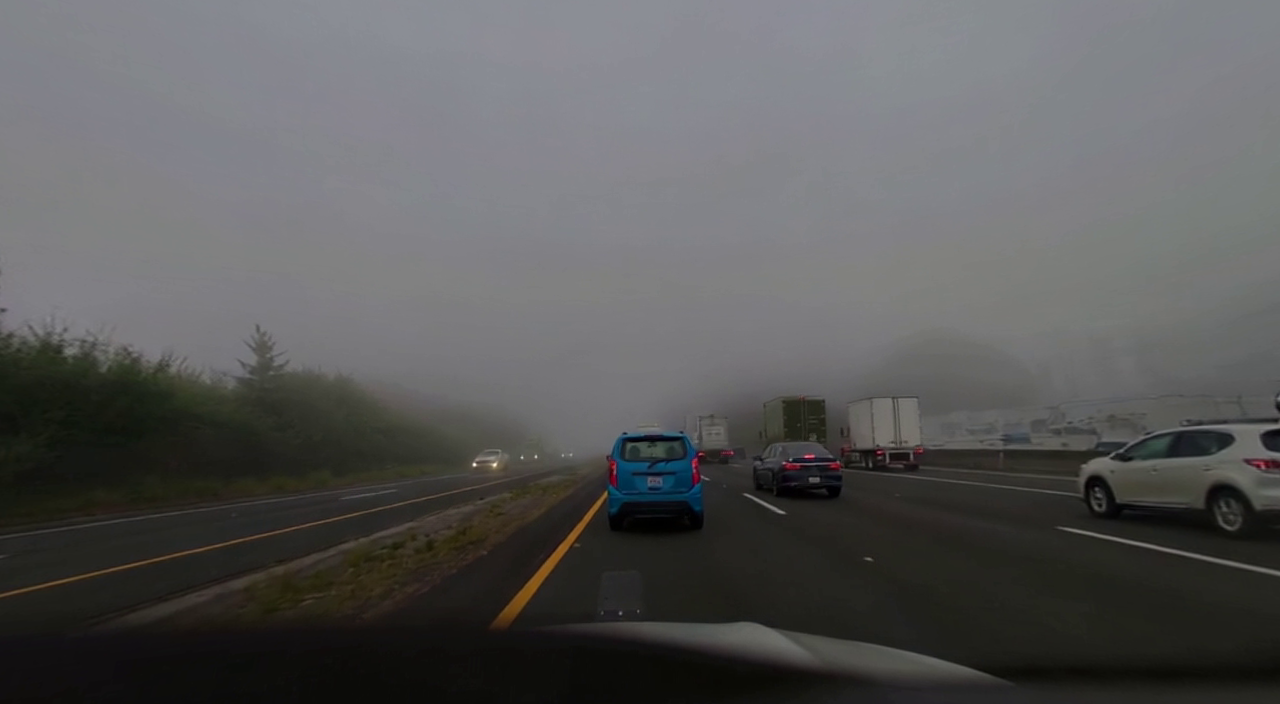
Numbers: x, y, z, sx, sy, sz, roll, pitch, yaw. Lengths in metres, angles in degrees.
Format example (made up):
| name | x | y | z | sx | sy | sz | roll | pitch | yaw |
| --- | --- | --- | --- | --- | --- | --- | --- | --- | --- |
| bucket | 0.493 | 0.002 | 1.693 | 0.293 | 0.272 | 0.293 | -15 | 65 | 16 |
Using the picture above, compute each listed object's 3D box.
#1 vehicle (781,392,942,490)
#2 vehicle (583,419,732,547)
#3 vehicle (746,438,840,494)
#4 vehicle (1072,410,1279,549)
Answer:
| name | x | y | z | sx | sy | sz | roll | pitch | yaw |
| --- | --- | --- | --- | --- | --- | --- | --- | --- | --- |
| vehicle | 8.526 | 3.736 | 26.094 | 2.799 | 3.188 | 10.578 | -1 | -9 | 0 |
| vehicle | 0.232 | 1.992 | 10.058 | 1.965 | 1.664 | 3.428 | -1 | -9 | 0 |
| vehicle | 4.476 | 3.382 | 18.930 | 1.859 | 1.512 | 3.711 | 0 | -9 | 0 |
| vehicle | 8.690 | 1.741 | 8.955 | 1.913 | 1.652 | 4.384 | -1 | -9 | 1 |
